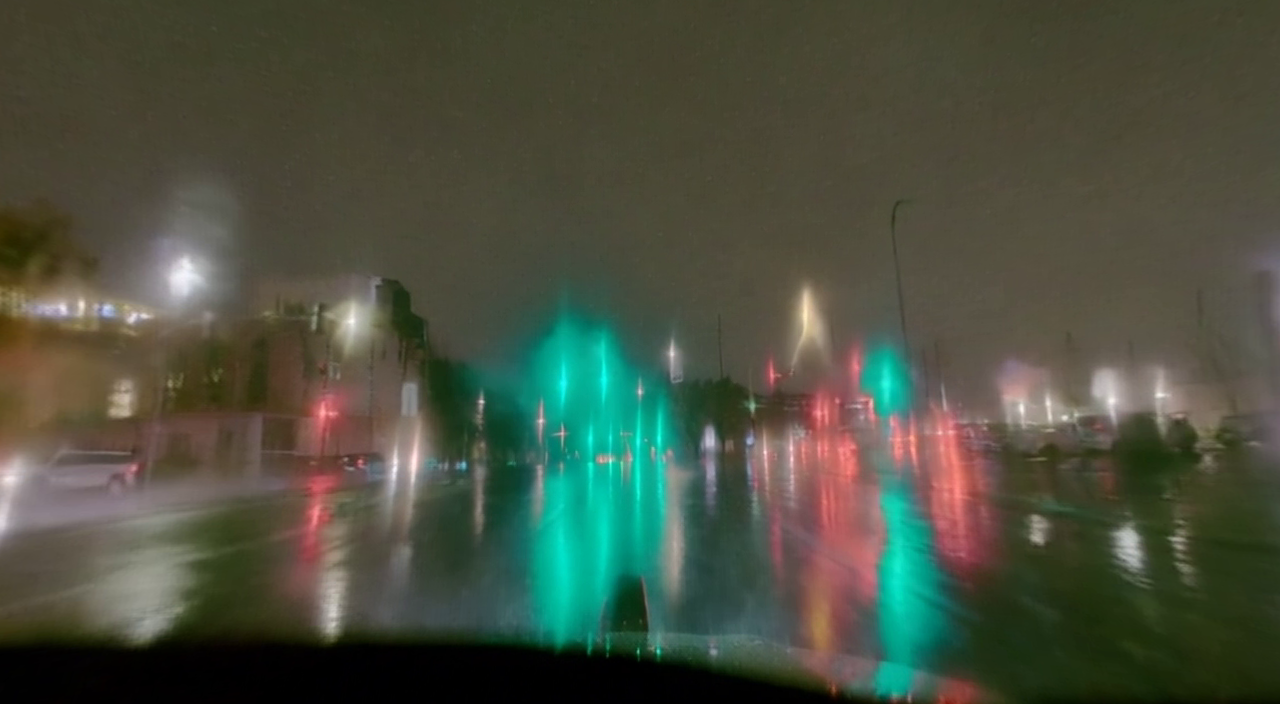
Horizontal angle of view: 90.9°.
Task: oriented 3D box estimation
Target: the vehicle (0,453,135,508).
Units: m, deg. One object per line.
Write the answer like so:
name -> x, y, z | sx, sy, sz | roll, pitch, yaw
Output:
vehicle -> -19.184, 4.110, 20.407 | 1.958, 1.492, 4.580 | -4, -8, 0

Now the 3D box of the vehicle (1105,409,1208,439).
vehicle -> 31.420, 4.408, 38.475 | 4.318, 1.476, 1.940 | -4, -9, 6

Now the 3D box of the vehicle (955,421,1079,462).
vehicle -> 17.394, 4.139, 29.292 | 4.329, 1.502, 2.122 | -4, -4, 6

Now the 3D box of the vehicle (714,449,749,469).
vehicle -> 7.175, 8.431, 49.924 | 1.919, 1.449, 4.561 | 0, -8, -2

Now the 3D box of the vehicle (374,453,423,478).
vehicle -> -18.872, 8.880, 49.513 | 2.027, 1.678, 4.654 | -3, -8, 1

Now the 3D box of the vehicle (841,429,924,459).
vehicle -> 15.323, 5.885, 40.071 | 4.432, 1.523, 1.908 | -4, -12, 6

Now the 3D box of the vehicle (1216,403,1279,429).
vehicle -> 37.864, 3.864, 37.939 | 4.444, 1.455, 1.834 | -1, -8, 1
